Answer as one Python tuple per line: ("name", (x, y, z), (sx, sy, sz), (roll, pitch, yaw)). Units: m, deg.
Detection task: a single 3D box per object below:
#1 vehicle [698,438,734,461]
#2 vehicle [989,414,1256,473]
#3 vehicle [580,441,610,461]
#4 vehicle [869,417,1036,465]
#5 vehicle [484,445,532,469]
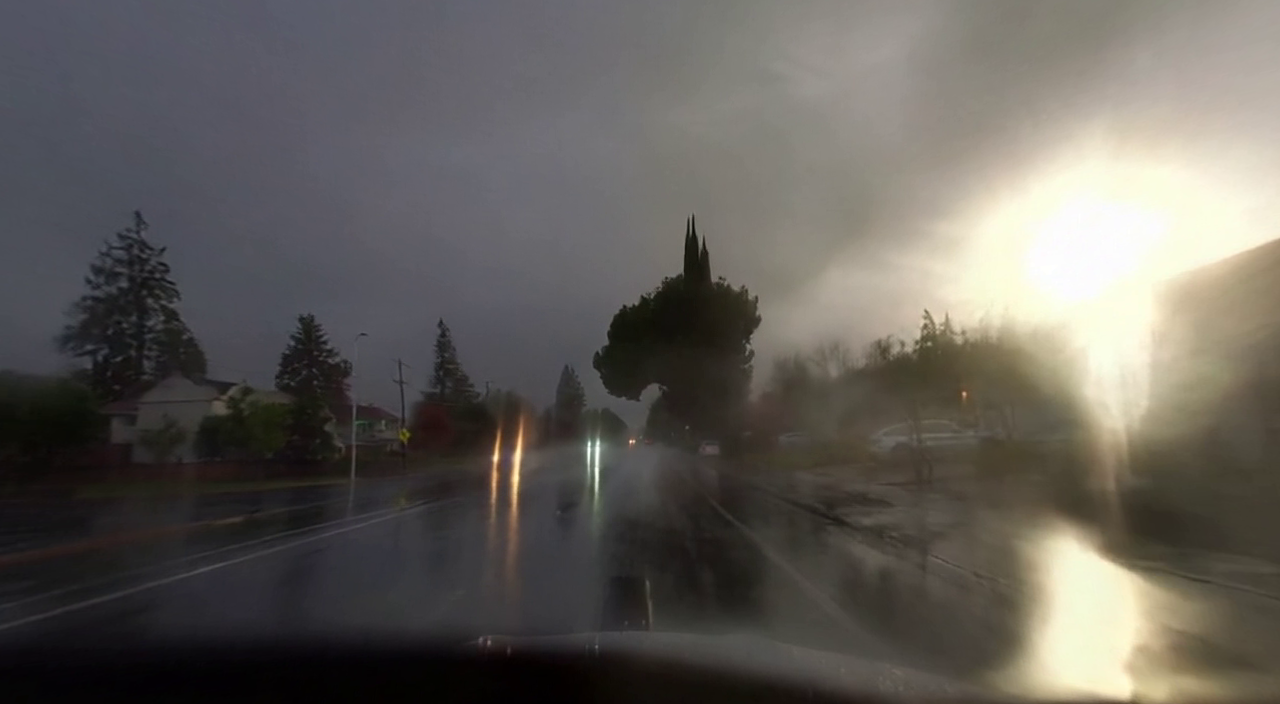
("vehicle", (5.406, 7.034, 45.564), (1.995, 1.546, 4.474), (0, -8, -1))
("vehicle", (10.550, 2.033, 14.020), (4.489, 1.208, 1.800), (0, -8, -2))
("vehicle", (-3.332, 7.432, 47.362), (1.973, 1.400, 3.915), (0, -8, 0))
("vehicle", (10.451, 3.025, 21.365), (4.606, 1.525, 1.932), (0, -8, -1))
("vehicle", (-8.567, 6.853, 41.373), (2.027, 1.522, 4.469), (-1, -8, 2))
